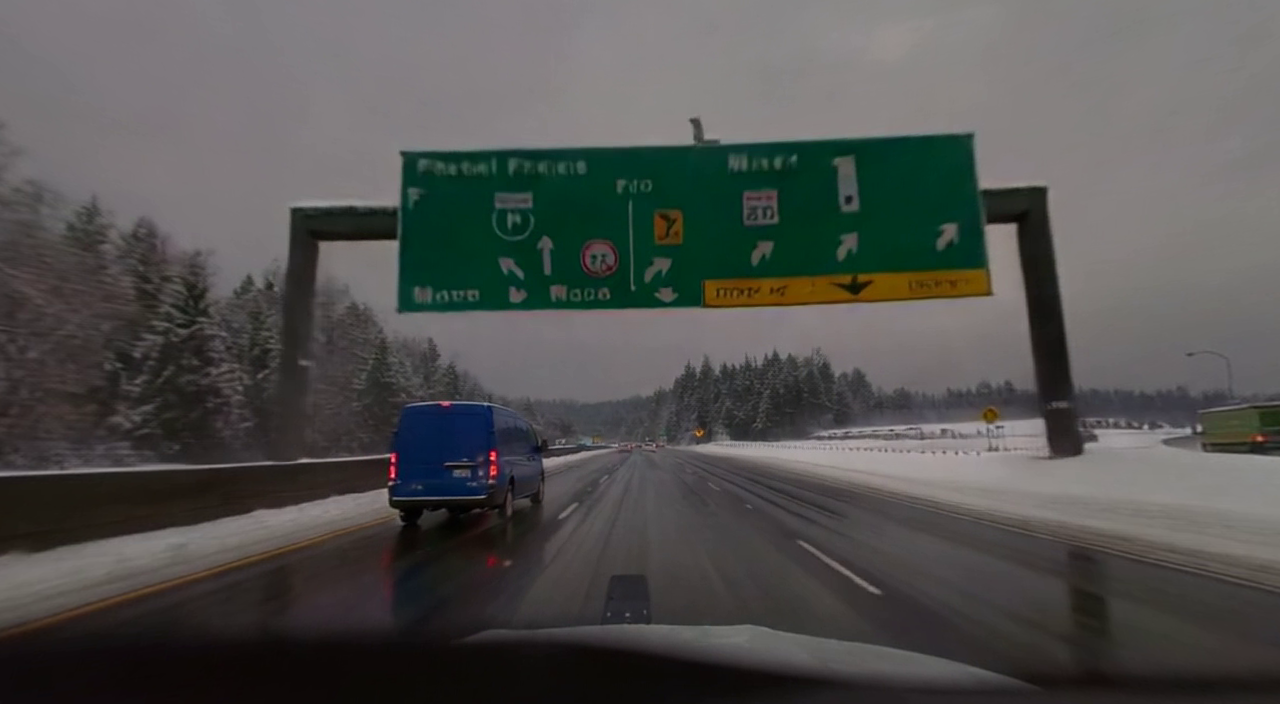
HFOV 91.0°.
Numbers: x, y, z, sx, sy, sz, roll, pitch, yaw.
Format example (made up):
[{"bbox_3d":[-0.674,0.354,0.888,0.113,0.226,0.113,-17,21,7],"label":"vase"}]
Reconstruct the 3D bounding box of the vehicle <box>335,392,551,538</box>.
[{"bbox_3d":[-3.067,1.901,11.112,2.281,2.025,4.586,0,-8,1],"label":"vehicle"}]

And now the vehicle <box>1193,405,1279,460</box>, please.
[{"bbox_3d":[33.816,4.506,35.001,2.207,2.820,5.493,-3,-9,16],"label":"vehicle"}]
